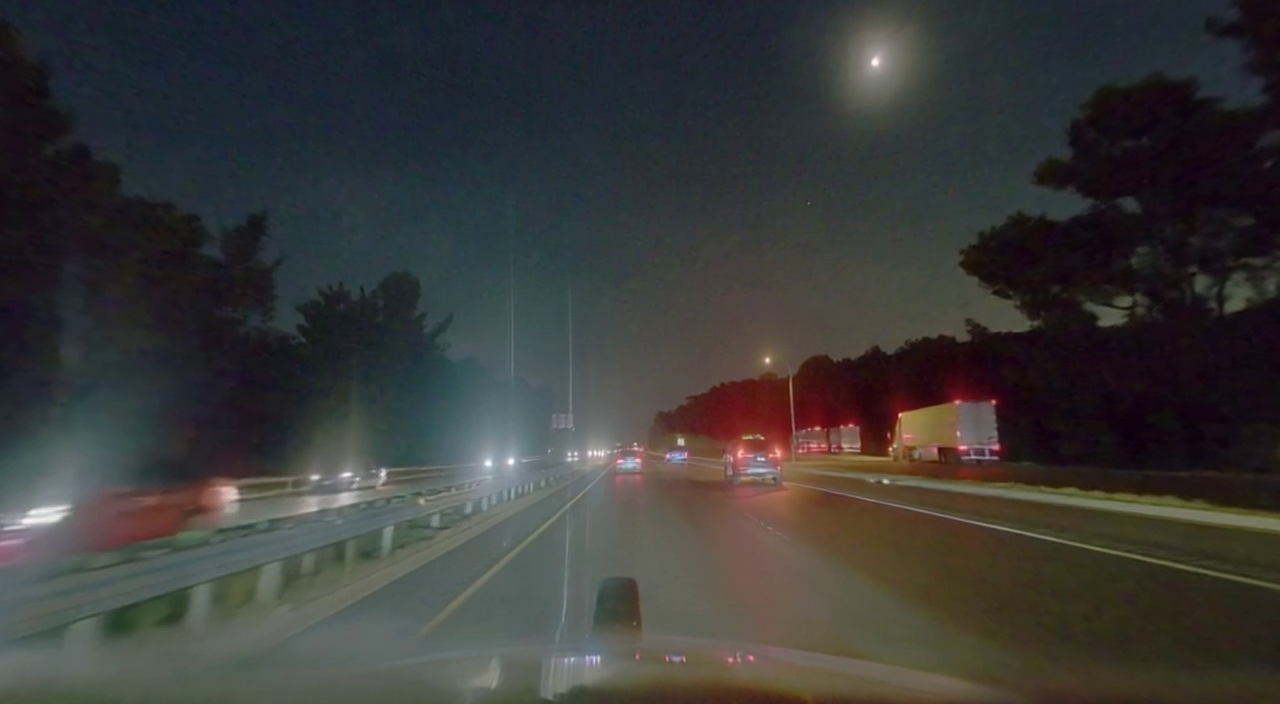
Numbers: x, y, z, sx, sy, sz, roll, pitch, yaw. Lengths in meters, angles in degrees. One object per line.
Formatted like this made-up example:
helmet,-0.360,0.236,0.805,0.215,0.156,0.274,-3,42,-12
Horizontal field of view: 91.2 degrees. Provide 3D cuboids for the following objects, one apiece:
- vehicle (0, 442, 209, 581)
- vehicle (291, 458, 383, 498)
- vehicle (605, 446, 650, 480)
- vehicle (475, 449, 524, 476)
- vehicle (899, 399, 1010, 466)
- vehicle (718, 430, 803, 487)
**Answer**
vehicle,-8.911,2.203,9.203,2.020,1.686,4.335,0,-9,0
vehicle,-12.928,5.379,27.080,1.884,1.502,4.159,0,-9,0
vehicle,-0.593,5.318,30.269,2.029,1.483,3.769,0,-9,0
vehicle,-9.254,7.325,41.708,2.063,1.683,4.605,-1,-9,1
vehicle,22.319,6.064,45.726,2.890,4.108,13.635,-2,-9,8
vehicle,4.488,4.082,24.191,2.261,1.952,4.784,0,-9,-1
